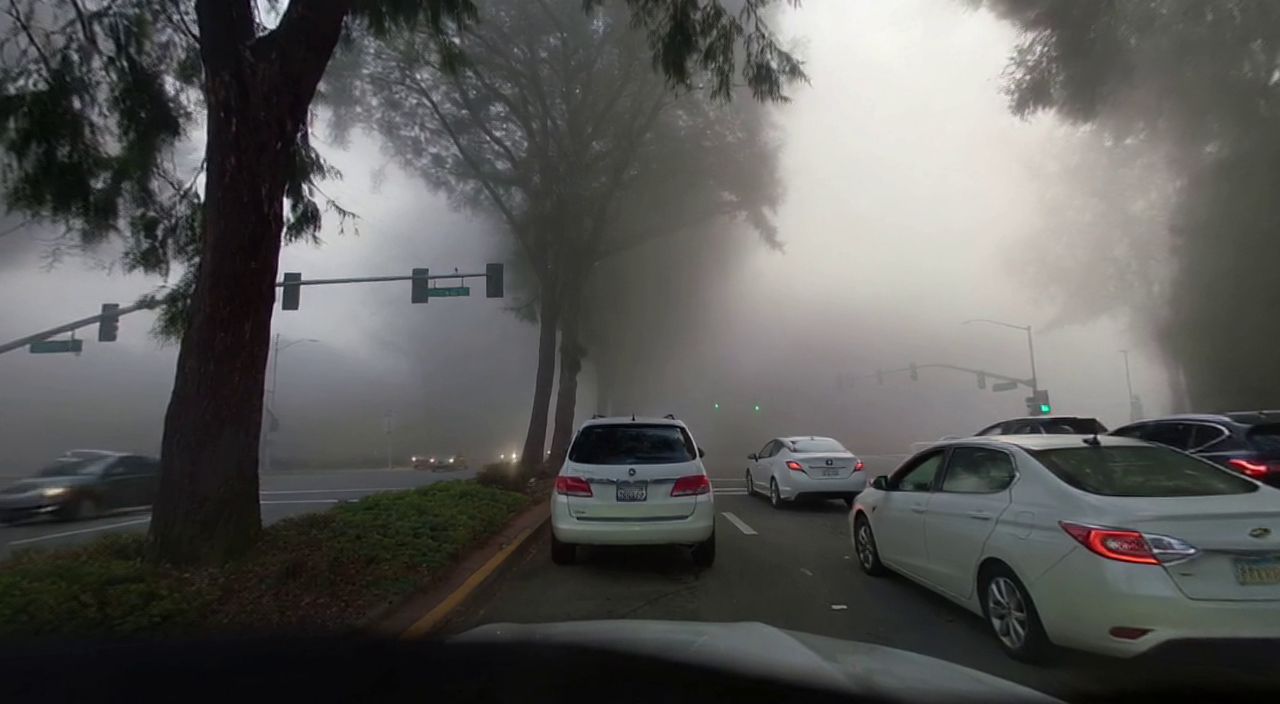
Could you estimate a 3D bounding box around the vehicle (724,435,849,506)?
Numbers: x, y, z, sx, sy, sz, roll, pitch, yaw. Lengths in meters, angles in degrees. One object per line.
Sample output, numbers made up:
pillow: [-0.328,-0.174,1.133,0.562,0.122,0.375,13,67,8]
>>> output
vehicle: [3.493,2.921,15.989,2.004,1.523,4.263,0,-9,-2]

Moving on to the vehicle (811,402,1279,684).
vehicle: [3.361,1.425,6.000,2.034,1.558,4.774,0,-9,-1]

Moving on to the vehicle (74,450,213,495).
vehicle: [-20.831,5.029,26.839,2.132,1.695,4.619,0,-8,-1]

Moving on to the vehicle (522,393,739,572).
vehicle: [-0.169,1.671,8.778,2.236,1.827,4.316,0,-9,-2]
